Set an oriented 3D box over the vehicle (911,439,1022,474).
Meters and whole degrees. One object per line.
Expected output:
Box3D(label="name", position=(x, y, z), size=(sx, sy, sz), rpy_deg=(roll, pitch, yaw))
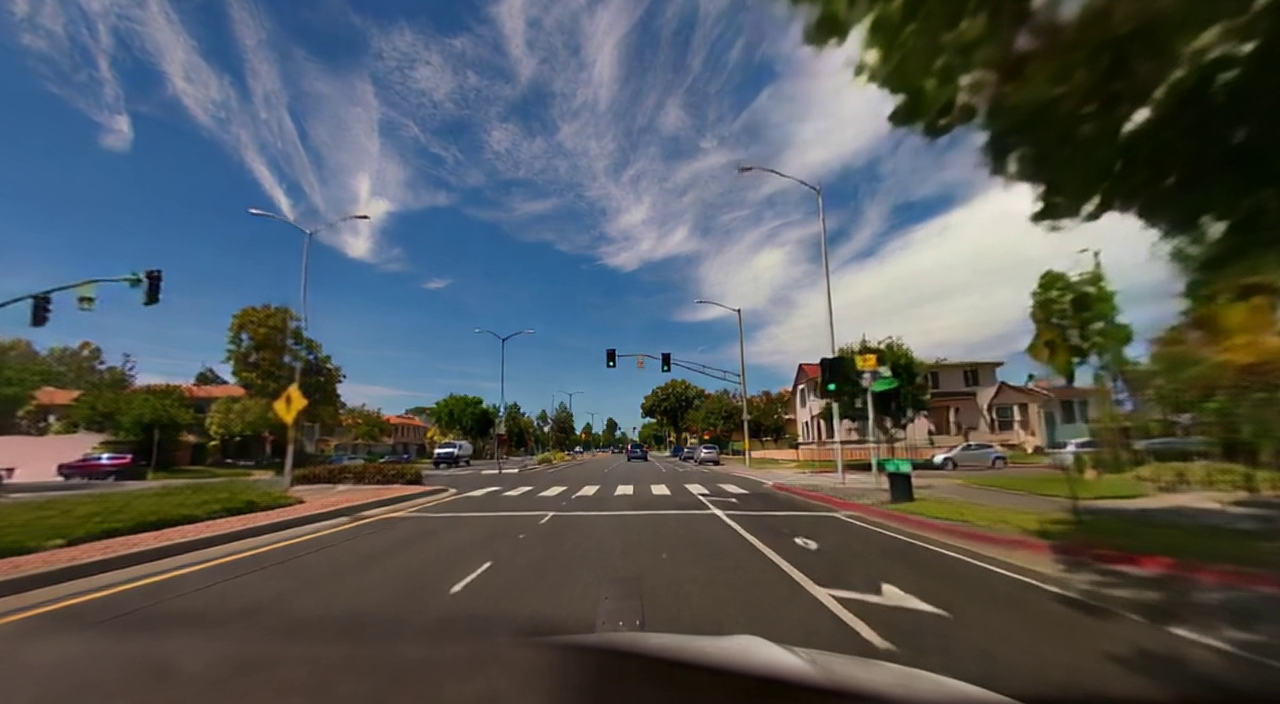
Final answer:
Box3D(label="vehicle", position=(16.812, 5.400, 32.675), size=(4.561, 1.723, 2.030), rpy_deg=(0, -9, -5))
